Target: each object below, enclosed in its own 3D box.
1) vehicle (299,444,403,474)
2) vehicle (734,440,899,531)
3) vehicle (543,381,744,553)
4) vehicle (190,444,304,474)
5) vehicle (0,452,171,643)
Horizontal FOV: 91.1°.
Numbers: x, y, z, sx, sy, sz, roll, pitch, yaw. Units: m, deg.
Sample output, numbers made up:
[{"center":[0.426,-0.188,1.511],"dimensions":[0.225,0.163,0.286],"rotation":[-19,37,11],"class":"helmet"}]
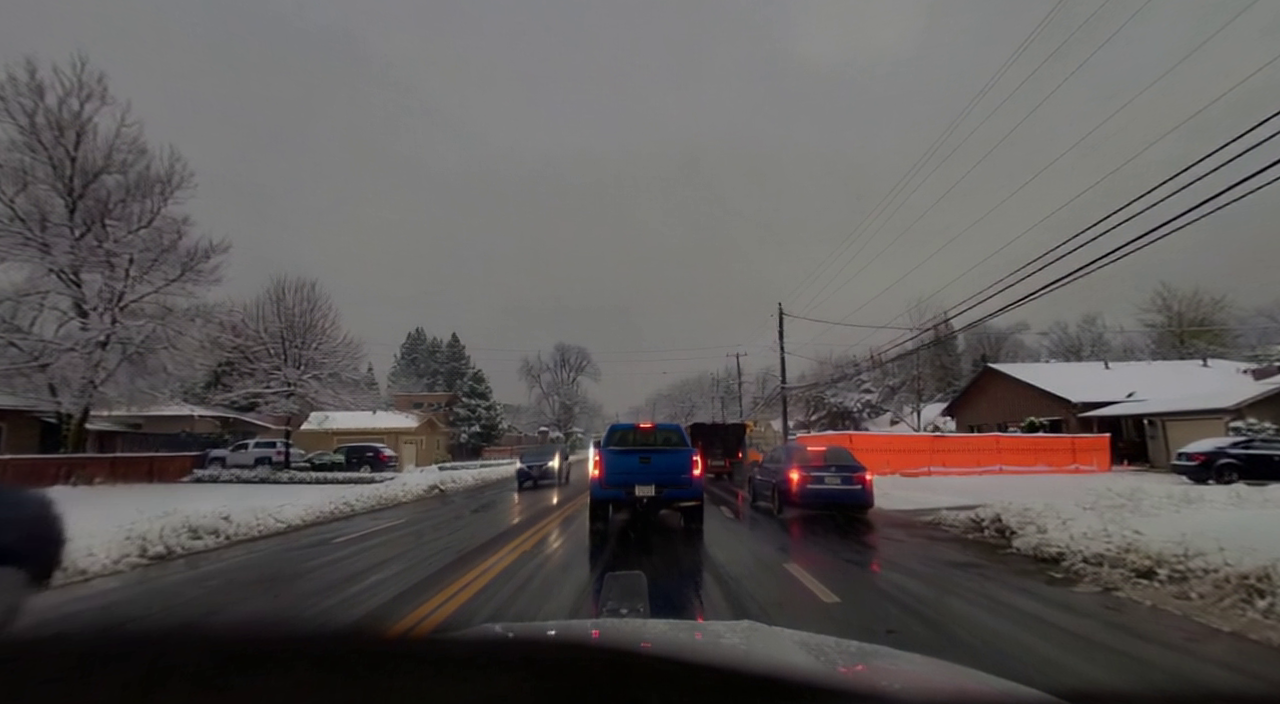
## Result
[{"center":[-15.105,5.603,32.960],"dimensions":[4.490,1.500,1.875],"rotation":[0,-9,-2],"class":"vehicle"},{"center":[3.311,2.587,12.860],"dimensions":[2.010,1.499,4.481],"rotation":[0,-9,-1],"class":"vehicle"},{"center":[0.085,2.059,11.917],"dimensions":[2.751,2.361,6.347],"rotation":[0,-9,1],"class":"vehicle"},{"center":[-20.386,5.553,32.665],"dimensions":[4.706,1.468,1.817],"rotation":[-1,-9,3],"class":"vehicle"},{"center":[-6.196,1.531,4.632],"dimensions":[1.953,1.528,4.492],"rotation":[0,-9,0],"class":"vehicle"}]
